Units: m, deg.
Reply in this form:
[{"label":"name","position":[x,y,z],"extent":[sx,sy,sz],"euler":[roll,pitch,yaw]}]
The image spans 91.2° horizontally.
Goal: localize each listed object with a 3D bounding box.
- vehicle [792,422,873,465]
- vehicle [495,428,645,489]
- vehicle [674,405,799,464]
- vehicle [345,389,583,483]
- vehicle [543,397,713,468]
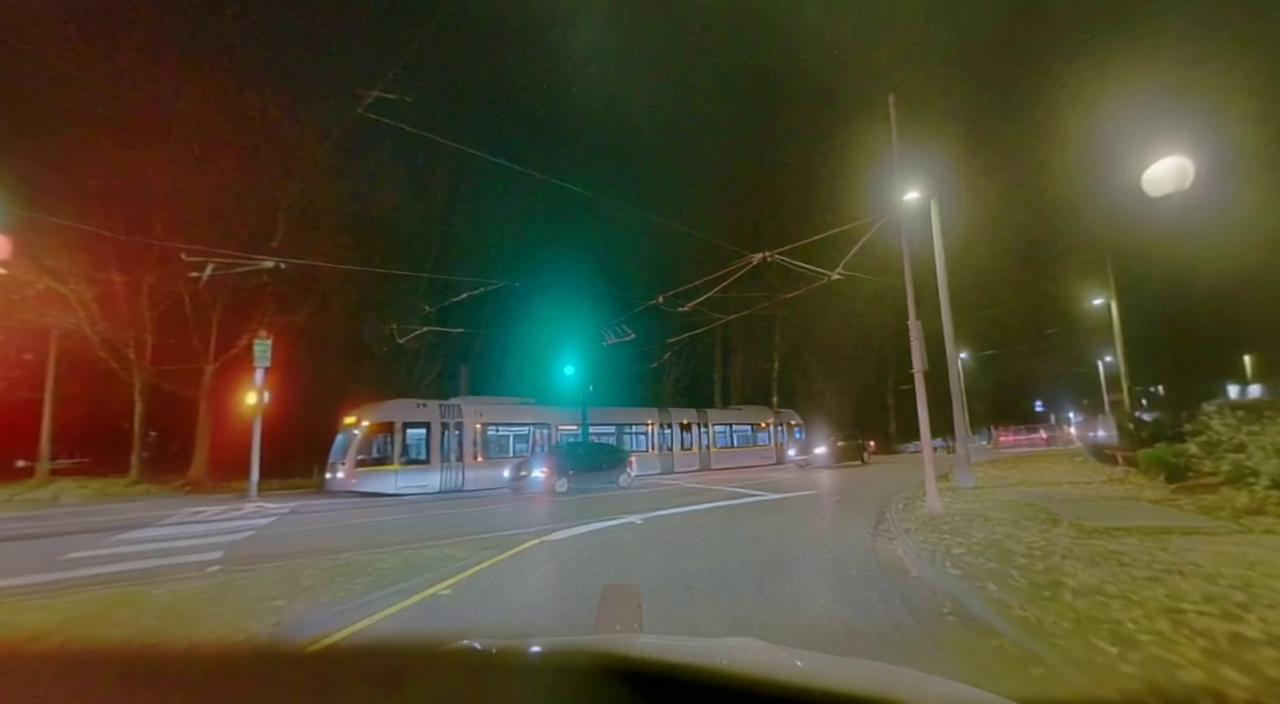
[{"label":"vehicle","position":[10.124,4.816,32.851],"extent":[4.386,2.070,2.092],"euler":[8,-12,-44]},{"label":"vehicle","position":[-2.230,3.505,20.885],"extent":[4.687,1.760,2.028],"euler":[8,-12,-44]},{"label":"vehicle","position":[6.858,5.560,42.846],"extent":[2.878,3.618,10.068],"euler":[-10,-11,44]},{"label":"vehicle","position":[-7.727,3.982,29.323],"extent":[10.391,3.725,2.904],"euler":[7,-12,-41]},{"label":"vehicle","position":[-0.361,4.728,36.097],"extent":[10.440,3.509,2.903],"euler":[8,-12,-42]}]
